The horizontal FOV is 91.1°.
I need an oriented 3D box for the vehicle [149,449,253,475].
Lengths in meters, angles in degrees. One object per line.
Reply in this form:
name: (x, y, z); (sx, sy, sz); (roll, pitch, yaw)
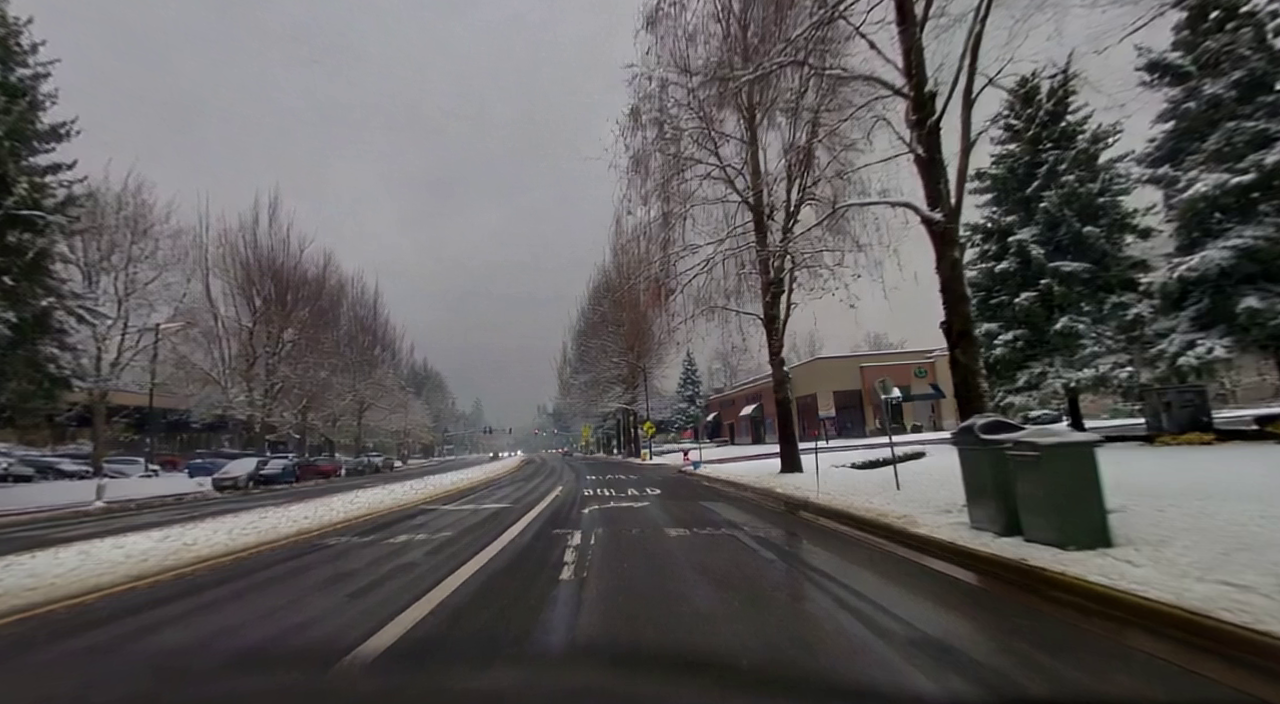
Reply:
vehicle: (-31.808, 7.984, 45.626); (5.746, 1.807, 2.140); (1, -9, -8)

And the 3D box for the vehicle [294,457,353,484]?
vehicle: (-20.830, 7.781, 41.517); (1.956, 1.550, 4.375); (1, -9, -6)
